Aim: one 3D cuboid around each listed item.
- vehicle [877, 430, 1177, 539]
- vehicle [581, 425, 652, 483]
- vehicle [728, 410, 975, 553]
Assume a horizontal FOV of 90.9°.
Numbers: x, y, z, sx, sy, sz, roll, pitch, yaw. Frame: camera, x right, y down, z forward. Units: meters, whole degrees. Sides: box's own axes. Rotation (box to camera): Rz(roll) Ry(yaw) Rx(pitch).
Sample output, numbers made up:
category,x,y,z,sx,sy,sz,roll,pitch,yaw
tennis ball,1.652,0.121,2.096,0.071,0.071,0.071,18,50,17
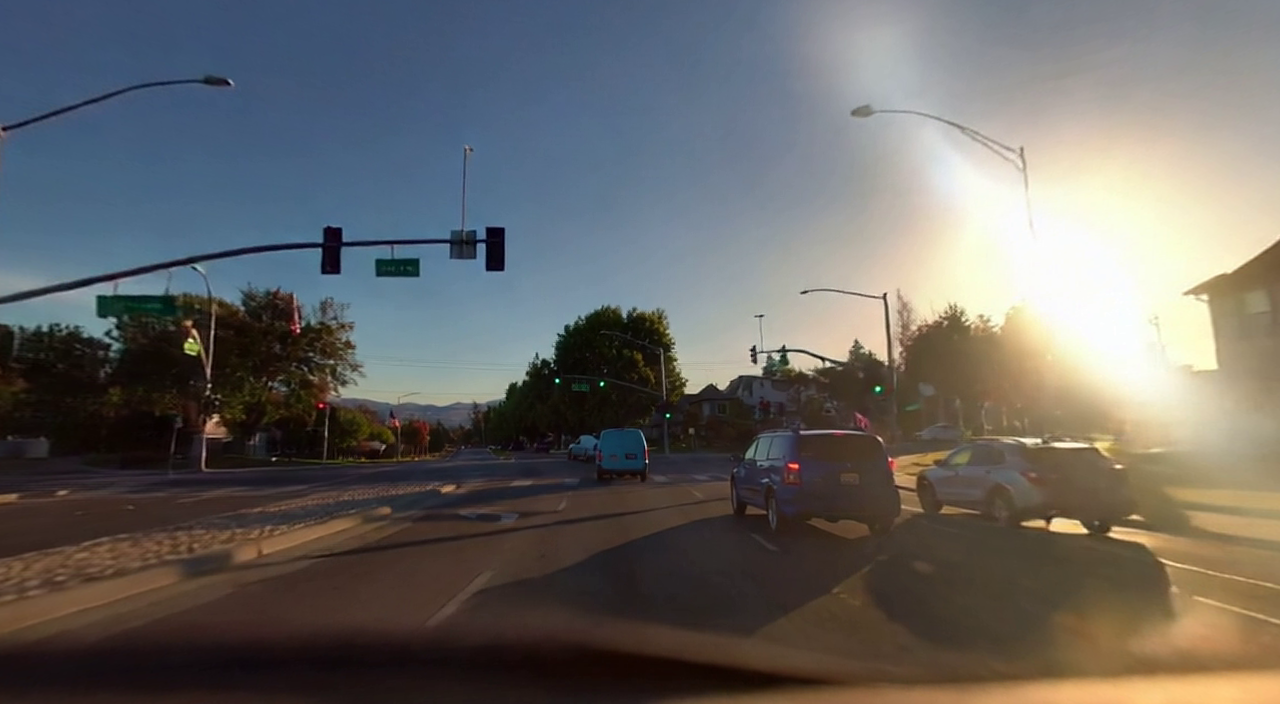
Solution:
category,x,y,z,sx,sy,sz,roll,pitch,yaw
vehicle,6.286,2.201,11.198,2.124,1.474,4.880,0,-9,-2
vehicle,-0.953,3.591,22.458,2.185,1.822,4.583,1,-9,-6
vehicle,2.876,1.889,9.915,2.024,1.686,4.588,0,-9,-4
